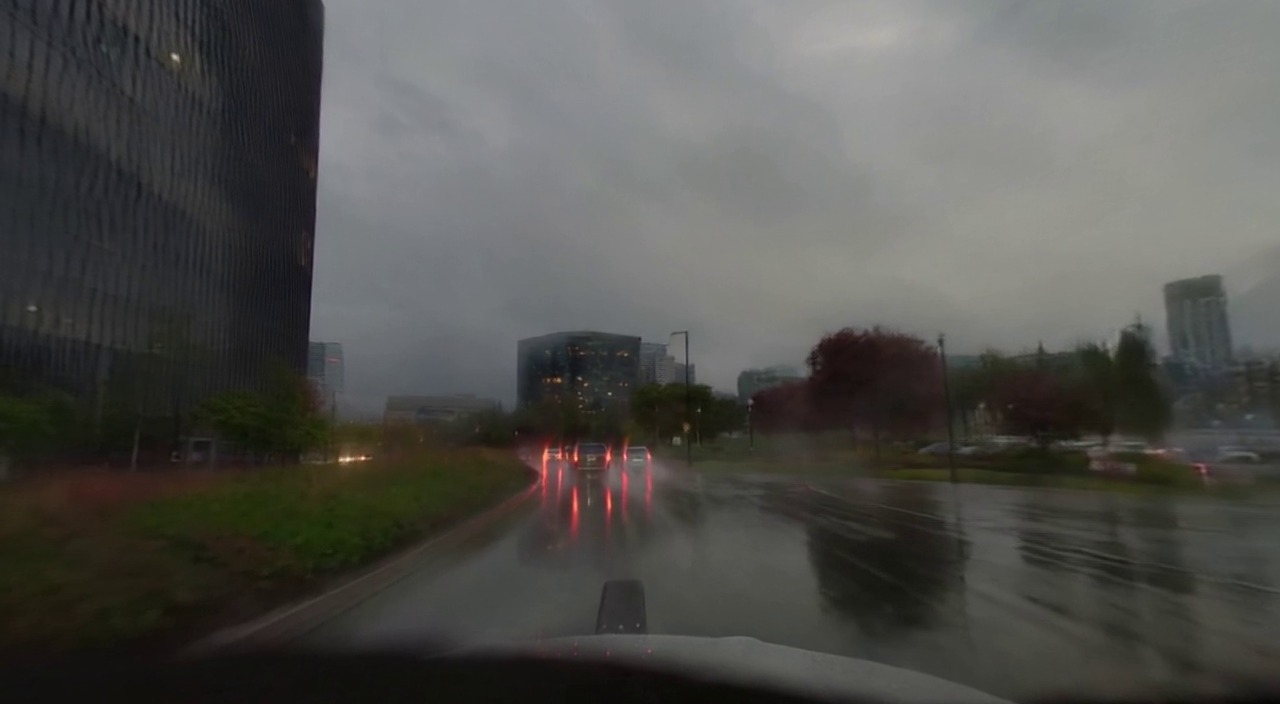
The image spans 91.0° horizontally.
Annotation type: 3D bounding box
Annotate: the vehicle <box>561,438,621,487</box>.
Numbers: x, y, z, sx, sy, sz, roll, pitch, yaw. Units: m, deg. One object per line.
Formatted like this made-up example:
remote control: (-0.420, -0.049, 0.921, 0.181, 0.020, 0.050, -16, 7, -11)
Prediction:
vehicle: (-2.055, 4.380, 25.262, 2.173, 1.761, 4.374, 1, -9, -7)

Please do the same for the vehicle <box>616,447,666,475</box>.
vehicle: (-0.028, 6.279, 36.364, 2.116, 1.506, 4.355, 2, -9, -10)
